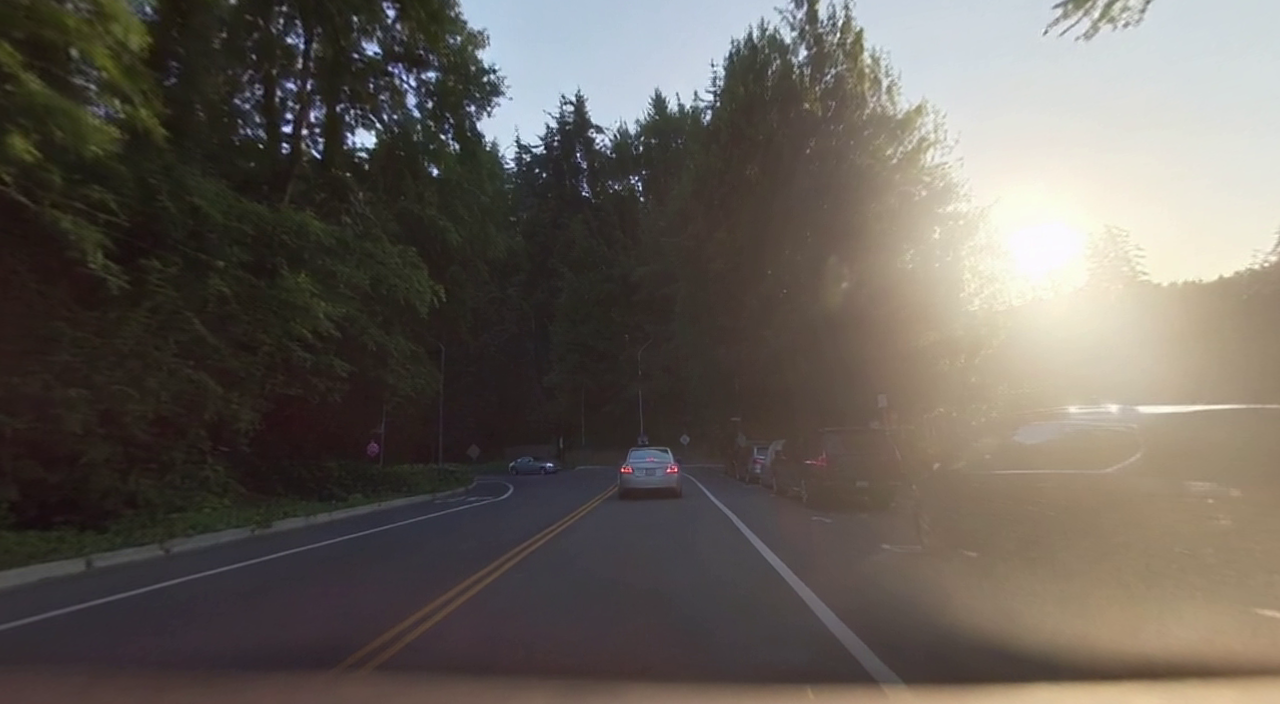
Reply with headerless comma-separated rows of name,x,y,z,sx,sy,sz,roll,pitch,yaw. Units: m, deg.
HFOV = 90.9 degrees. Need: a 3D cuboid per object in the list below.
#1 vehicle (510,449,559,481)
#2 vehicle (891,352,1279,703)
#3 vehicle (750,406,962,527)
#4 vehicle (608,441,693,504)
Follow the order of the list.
vehicle,-7.338,7.707,43.253,2.131,1.961,4.955,4,-9,-23
vehicle,4.138,1.224,5.459,2.093,1.822,4.483,0,-8,1
vehicle,4.251,2.410,14.003,2.484,2.037,6.362,0,-8,0
vehicle,0.330,3.258,17.585,2.078,1.521,4.058,0,-8,2
